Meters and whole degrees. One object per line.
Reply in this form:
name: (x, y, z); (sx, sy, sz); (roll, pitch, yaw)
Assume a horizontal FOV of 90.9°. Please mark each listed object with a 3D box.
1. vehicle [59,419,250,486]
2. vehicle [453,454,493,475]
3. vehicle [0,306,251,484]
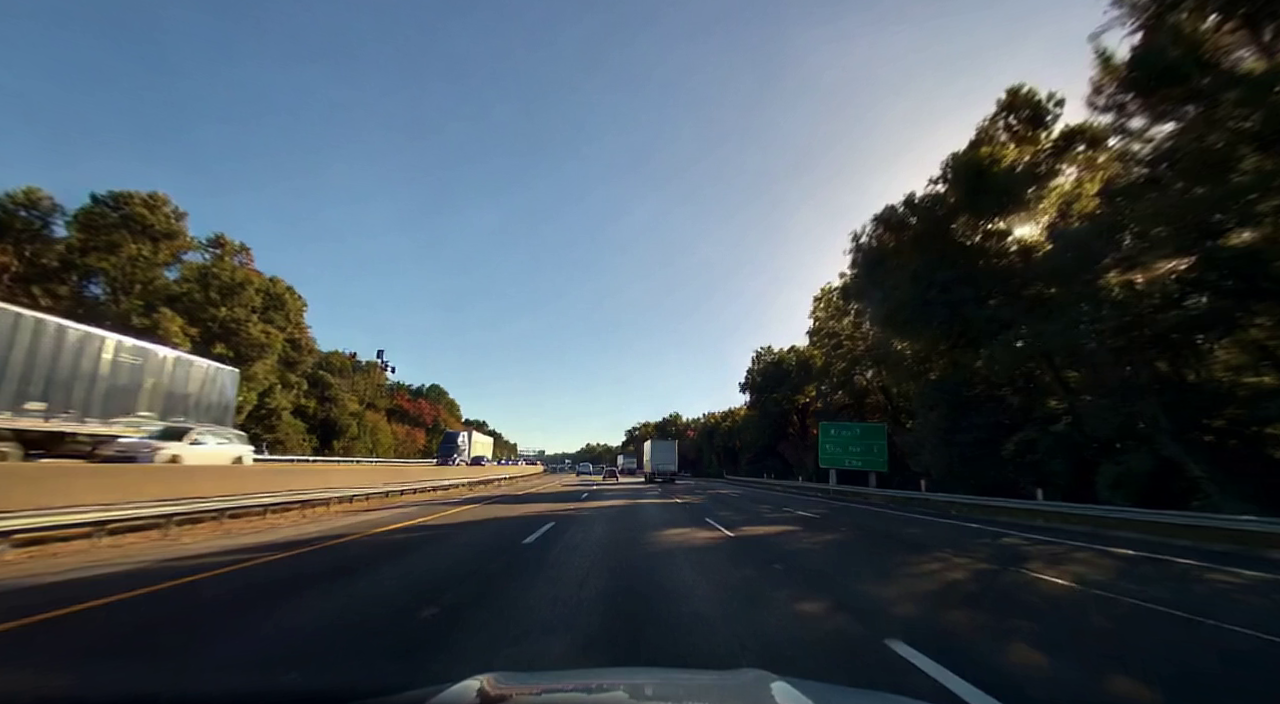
vehicle: (-12.309, 2.659, 16.392); (1.741, 1.478, 4.057); (1, -11, -1)
vehicle: (-12.767, 8.667, 48.480); (1.949, 1.465, 4.211); (1, -11, -1)
vehicle: (-16.088, 1.365, 16.515); (2.841, 3.975, 14.213); (1, -11, -1)
